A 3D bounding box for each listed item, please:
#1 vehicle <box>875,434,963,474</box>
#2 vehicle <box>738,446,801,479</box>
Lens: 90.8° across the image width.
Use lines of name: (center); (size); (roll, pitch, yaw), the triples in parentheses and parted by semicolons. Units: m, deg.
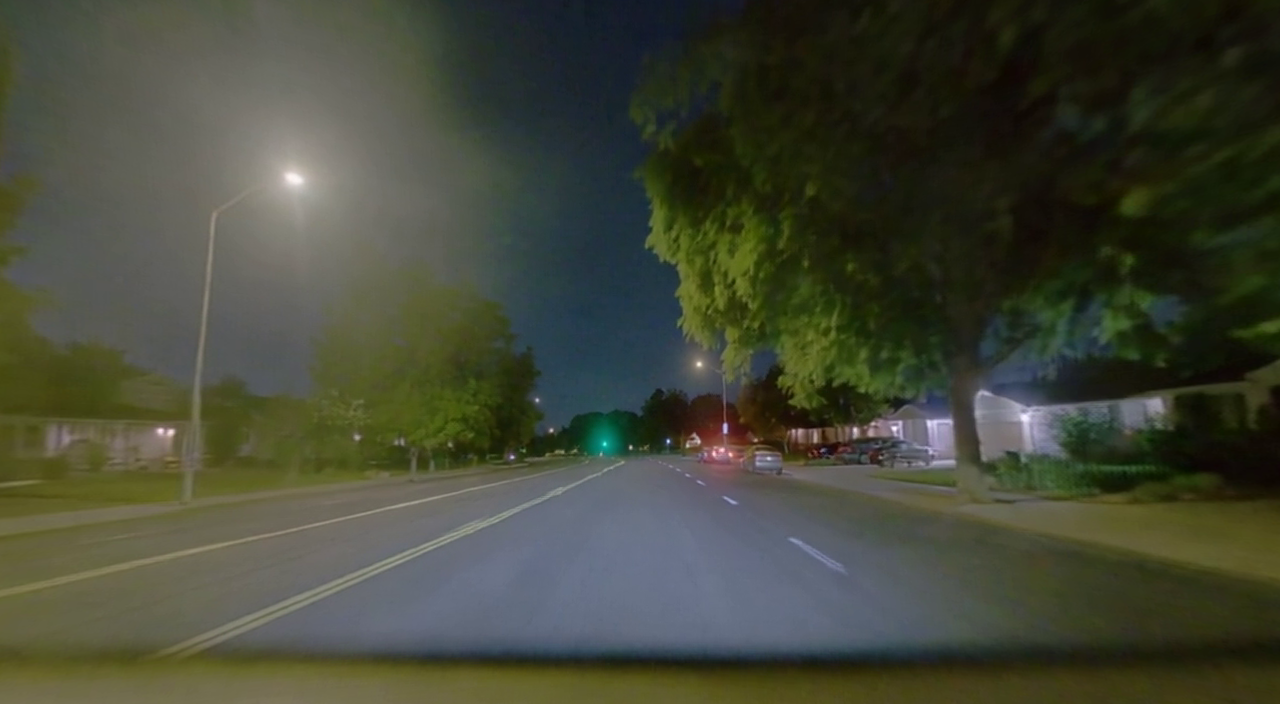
vehicle: (13.379, 4.931, 30.626); (1.978, 1.738, 4.734); (-2, -9, -1)
vehicle: (6.561, 5.635, 32.547); (2.042, 1.511, 5.029); (0, -9, -2)
